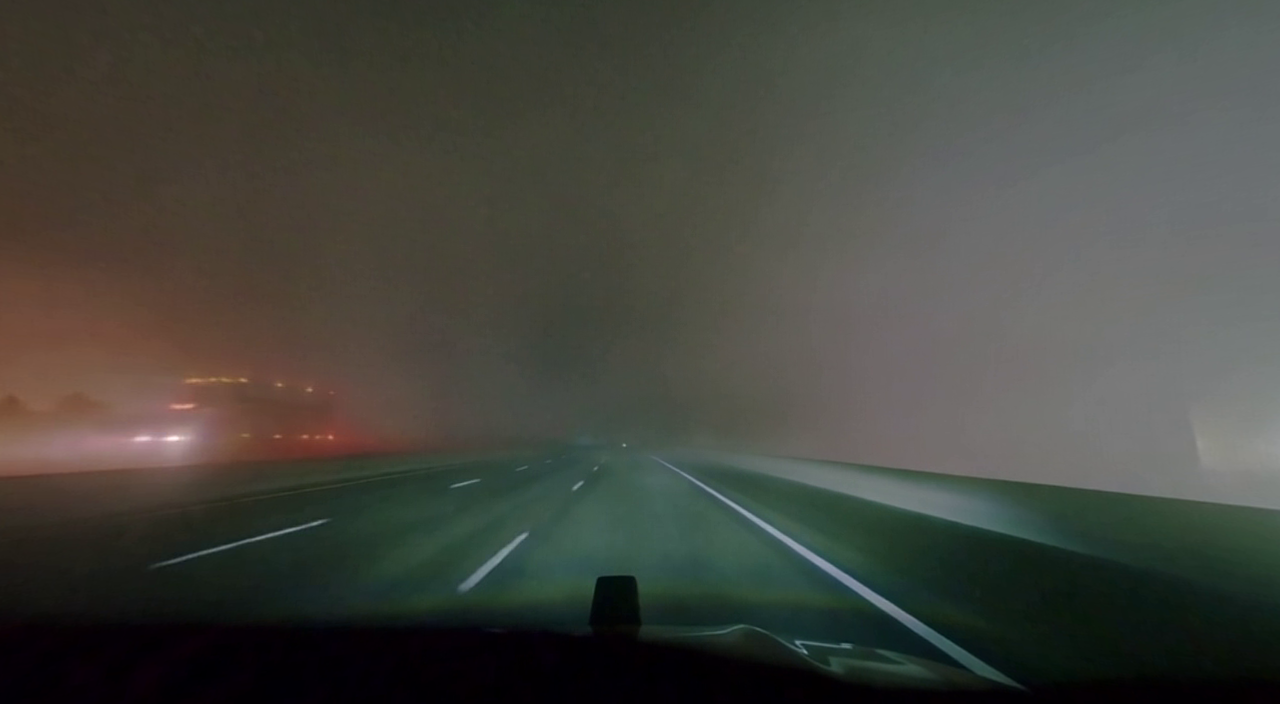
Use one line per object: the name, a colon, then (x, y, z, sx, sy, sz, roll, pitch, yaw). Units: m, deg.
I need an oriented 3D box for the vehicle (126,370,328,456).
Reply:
vehicle: (-23.388, 3.914, 37.259, 2.962, 4.104, 13.904, 0, -8, -2)
